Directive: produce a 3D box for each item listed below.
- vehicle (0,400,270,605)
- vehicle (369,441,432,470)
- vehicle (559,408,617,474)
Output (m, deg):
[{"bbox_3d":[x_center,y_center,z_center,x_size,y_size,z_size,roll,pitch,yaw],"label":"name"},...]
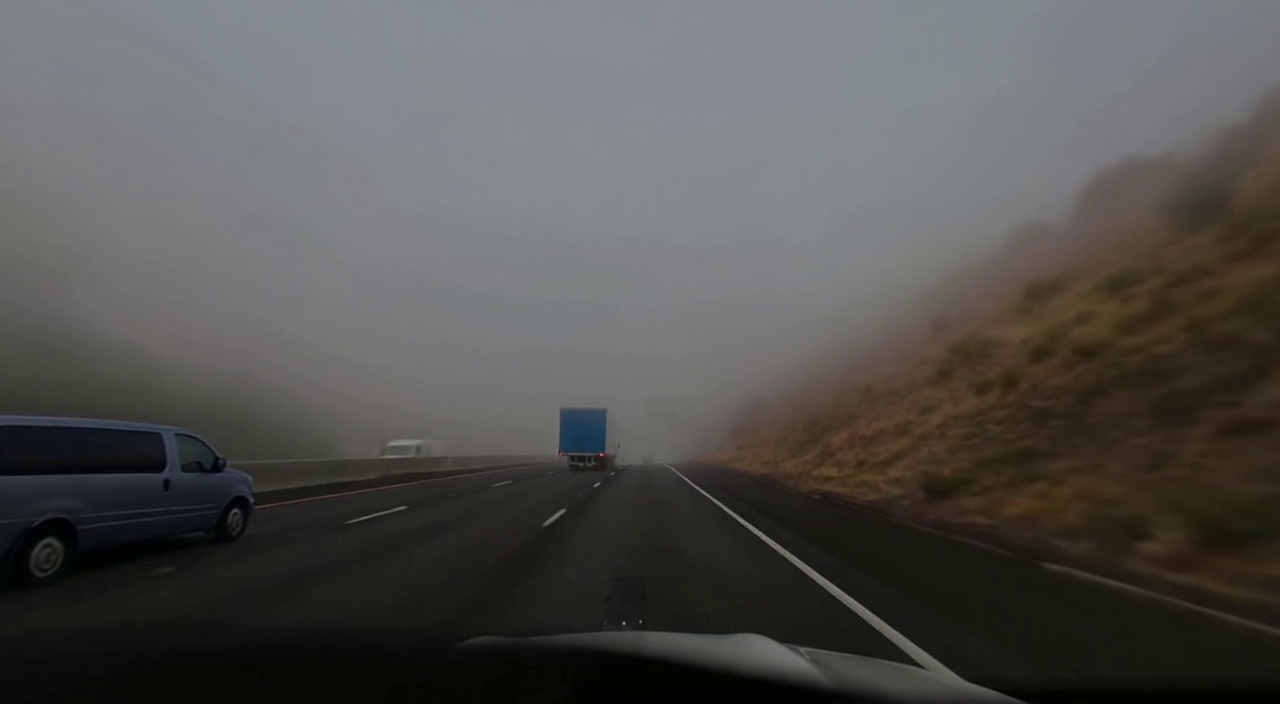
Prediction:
[{"bbox_3d":[-6.973,1.612,7.306,2.175,1.860,5.236,0,-9,0],"label":"vehicle"},{"bbox_3d":[-16.193,7.010,42.882,2.193,1.861,4.471,-1,-9,5],"label":"vehicle"},{"bbox_3d":[-3.490,6.661,46.867,2.893,4.073,15.281,0,-9,0],"label":"vehicle"}]
